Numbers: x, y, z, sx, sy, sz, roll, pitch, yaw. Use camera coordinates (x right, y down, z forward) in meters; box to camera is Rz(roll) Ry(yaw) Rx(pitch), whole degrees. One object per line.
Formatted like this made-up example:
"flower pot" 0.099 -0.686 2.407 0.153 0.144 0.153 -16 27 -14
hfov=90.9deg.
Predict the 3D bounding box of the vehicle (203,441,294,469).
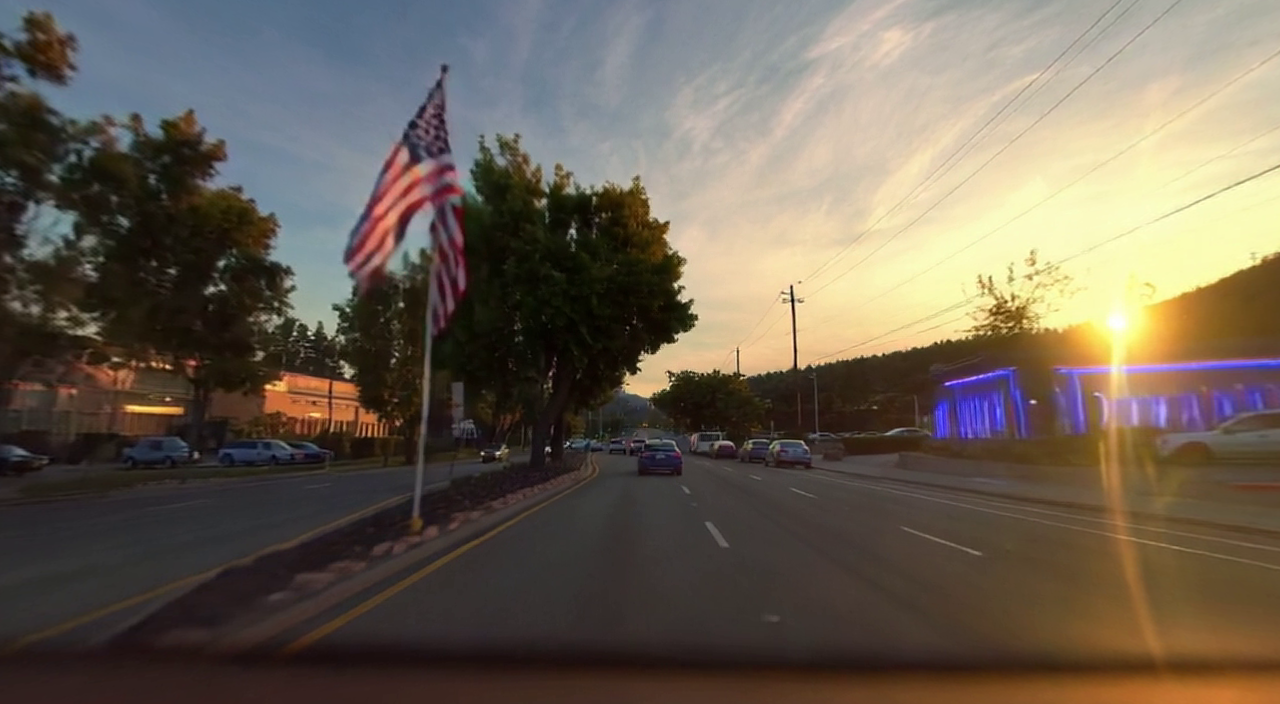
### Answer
"vehicle" -26.800 7.036 43.266 4.853 1.788 2.059 0 -8 1

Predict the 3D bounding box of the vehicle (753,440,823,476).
"vehicle" 6.606 4.791 28.663 2.016 1.479 4.532 0 -9 -1

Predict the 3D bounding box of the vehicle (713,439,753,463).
"vehicle" 6.626 7.116 45.433 2.105 1.646 4.612 0 -9 -2

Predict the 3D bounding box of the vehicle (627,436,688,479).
"vehicle" 0.555 3.982 23.996 2.091 1.472 4.697 0 -9 -1

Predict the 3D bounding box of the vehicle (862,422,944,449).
"vehicle" 19.615 6.273 47.140 5.117 1.905 2.075 0 -9 0

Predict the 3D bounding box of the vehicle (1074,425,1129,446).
"vehicle" 33.131 6.048 45.382 1.797 1.426 4.346 -3 -9 17

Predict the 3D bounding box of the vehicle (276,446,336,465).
"vehicle" -25.742 7.957 48.628 3.574 1.399 1.754 0 -9 1

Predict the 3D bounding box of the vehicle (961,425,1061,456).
"vehicle" 19.669 4.699 33.513 4.059 1.563 1.995 1 -9 -2

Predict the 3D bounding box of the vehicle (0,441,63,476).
"vehicle" -32.432 5.595 33.471 5.148 1.674 2.163 -8 -11 44

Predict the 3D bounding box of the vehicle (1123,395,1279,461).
"vehicle" 19.294 2.441 19.918 6.173 1.962 2.208 0 -9 0

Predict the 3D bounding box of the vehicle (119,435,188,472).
"vehicle" -28.834 5.945 37.255 5.346 1.985 2.207 -8 -11 42
